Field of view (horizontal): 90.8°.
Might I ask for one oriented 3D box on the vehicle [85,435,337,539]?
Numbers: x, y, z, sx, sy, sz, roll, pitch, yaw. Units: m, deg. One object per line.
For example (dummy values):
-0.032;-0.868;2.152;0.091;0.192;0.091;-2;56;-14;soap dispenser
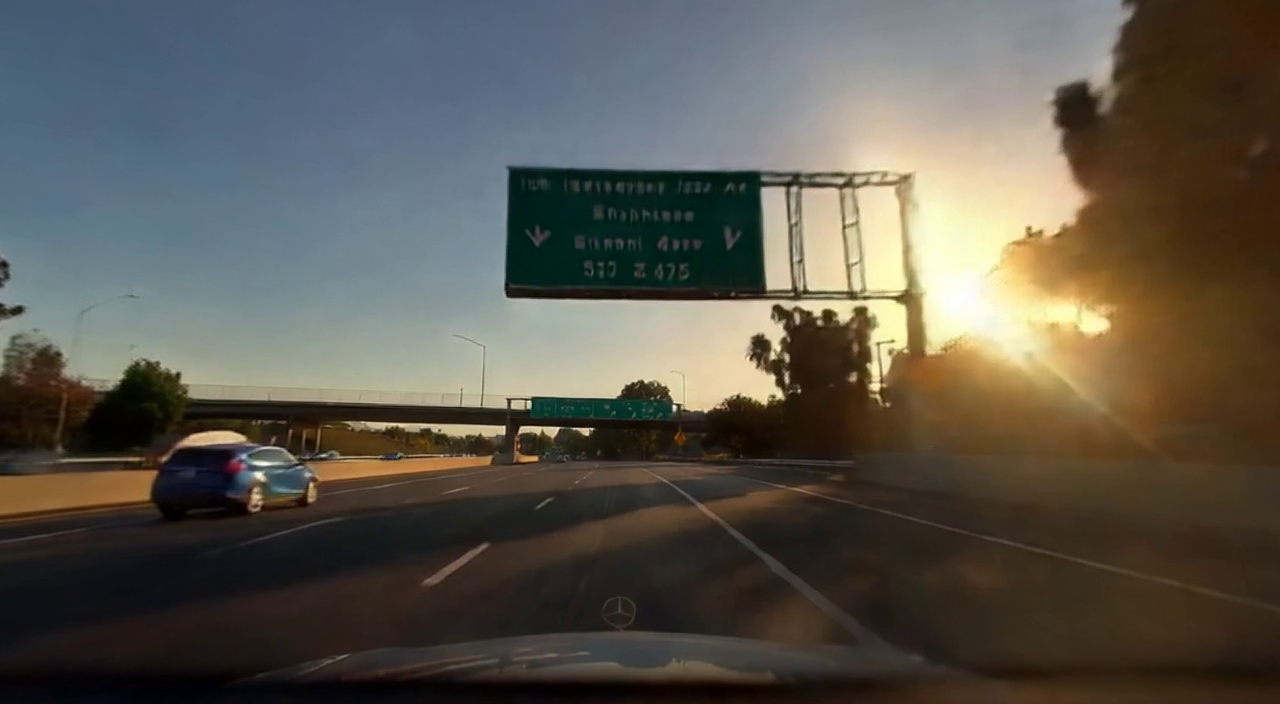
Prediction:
-7.746;2.450;12.041;1.924;1.601;4.115;0;-9;-1;vehicle
